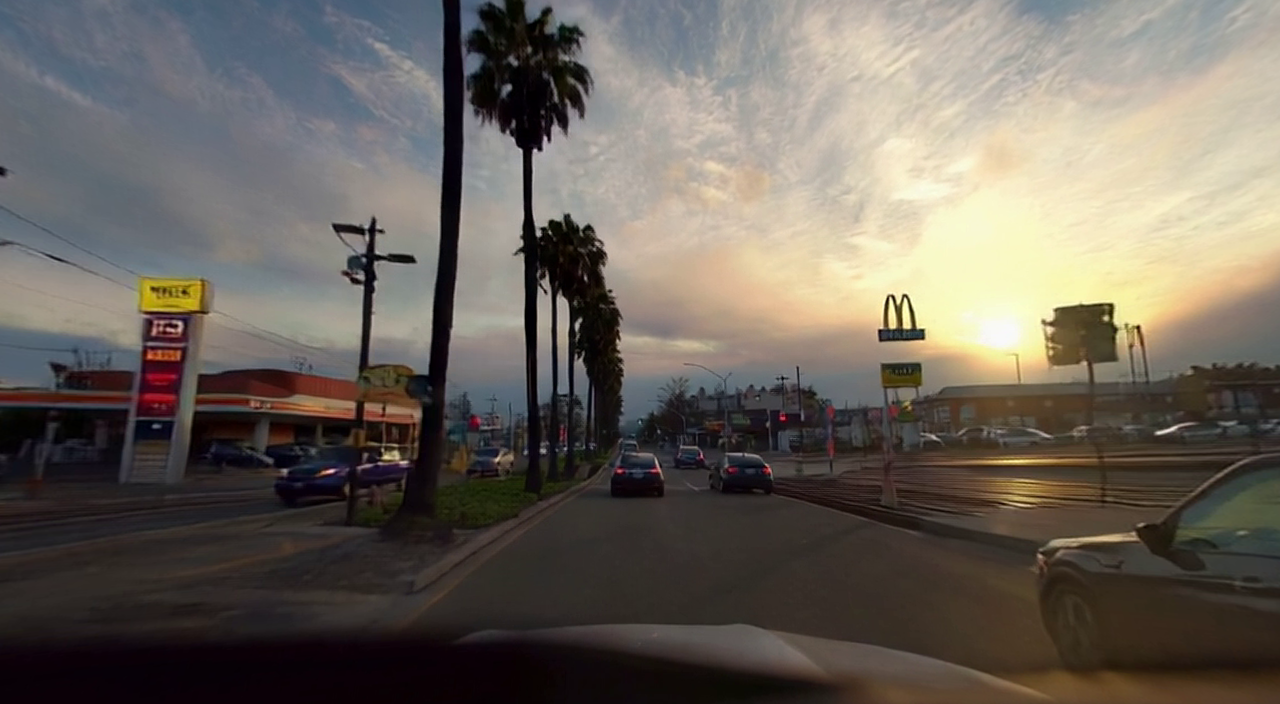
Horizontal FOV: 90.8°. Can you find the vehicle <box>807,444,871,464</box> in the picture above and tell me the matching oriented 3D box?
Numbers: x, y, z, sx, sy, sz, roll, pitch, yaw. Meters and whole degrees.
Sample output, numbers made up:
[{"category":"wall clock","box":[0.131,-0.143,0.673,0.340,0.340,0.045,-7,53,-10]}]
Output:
[{"category":"vehicle","box":[15.053,7.742,47.919,4.293,1.438,1.773,0,-9,1]}]

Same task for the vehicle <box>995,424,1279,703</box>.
[{"category":"vehicle","box":[3.572,1.010,2.392,1.987,1.474,4.198,0,-9,0]}]

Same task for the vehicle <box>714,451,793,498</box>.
[{"category":"vehicle","box":[3.862,4.230,22.234,1.889,1.448,4.262,0,-9,-1]}]

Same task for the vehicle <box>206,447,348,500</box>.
[{"category":"vehicle","box":[-11.549,3.876,20.557,1.908,1.506,4.397,0,-9,2]}]

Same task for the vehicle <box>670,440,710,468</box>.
[{"category":"vehicle","box":[3.363,6.980,43.312,2.299,1.803,5.434,0,-9,0]}]

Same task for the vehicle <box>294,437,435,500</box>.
[{"category":"vehicle","box":[-8.482,3.626,20.092,1.980,1.719,4.963,-1,-9,4]}]

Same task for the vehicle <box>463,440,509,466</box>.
[{"category":"vehicle","box":[-11.011,7.268,45.416,1.962,1.745,4.513,-1,-9,3]}]

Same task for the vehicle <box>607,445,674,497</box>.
[{"category":"vehicle","box":[-0.066,3.895,21.103,2.021,1.550,4.090,0,-9,-2]}]

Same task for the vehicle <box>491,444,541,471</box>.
[{"category":"vehicle","box":[-7.464,6.419,38.632,2.052,1.483,4.751,0,-9,1]}]
